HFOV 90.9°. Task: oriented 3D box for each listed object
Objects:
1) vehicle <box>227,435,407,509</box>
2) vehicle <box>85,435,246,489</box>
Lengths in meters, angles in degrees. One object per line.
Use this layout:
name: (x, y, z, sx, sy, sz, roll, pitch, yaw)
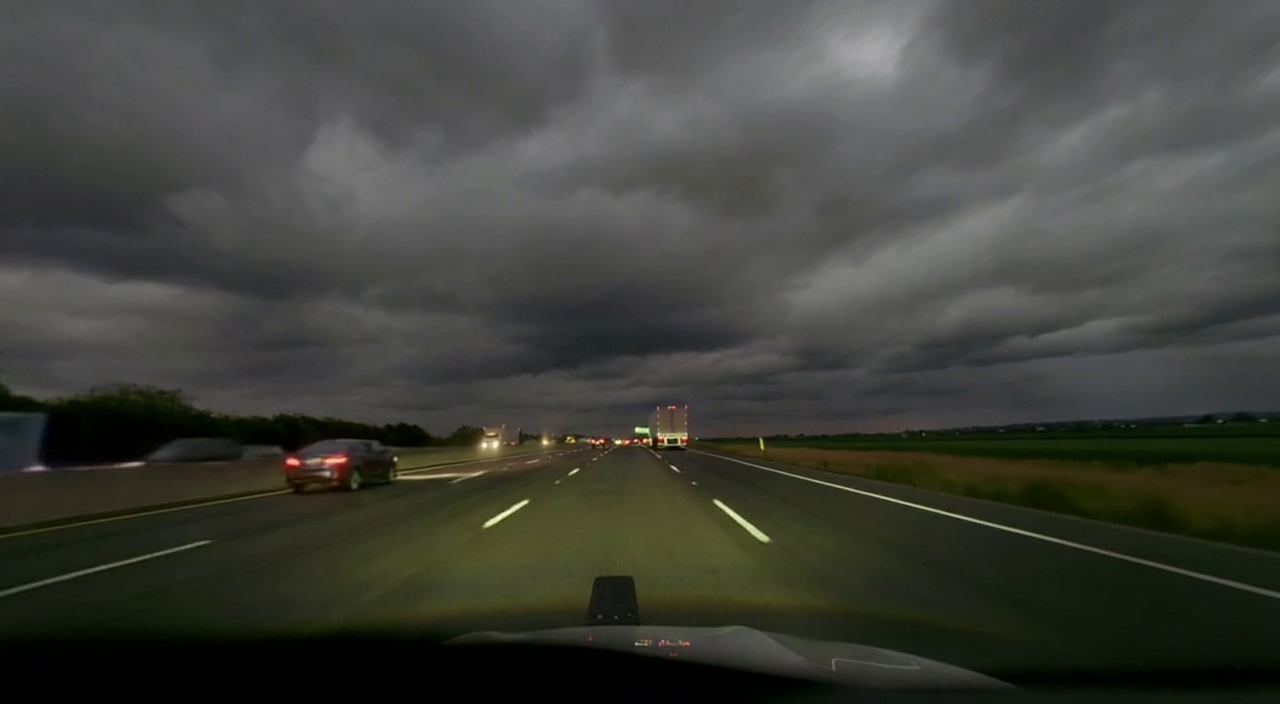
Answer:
vehicle: (-7.260, 2.685, 14.775, 2.018, 1.454, 4.290, 0, -8, -1)
vehicle: (-15.898, 3.667, 21.512, 1.954, 1.599, 4.597, 0, -8, -1)
